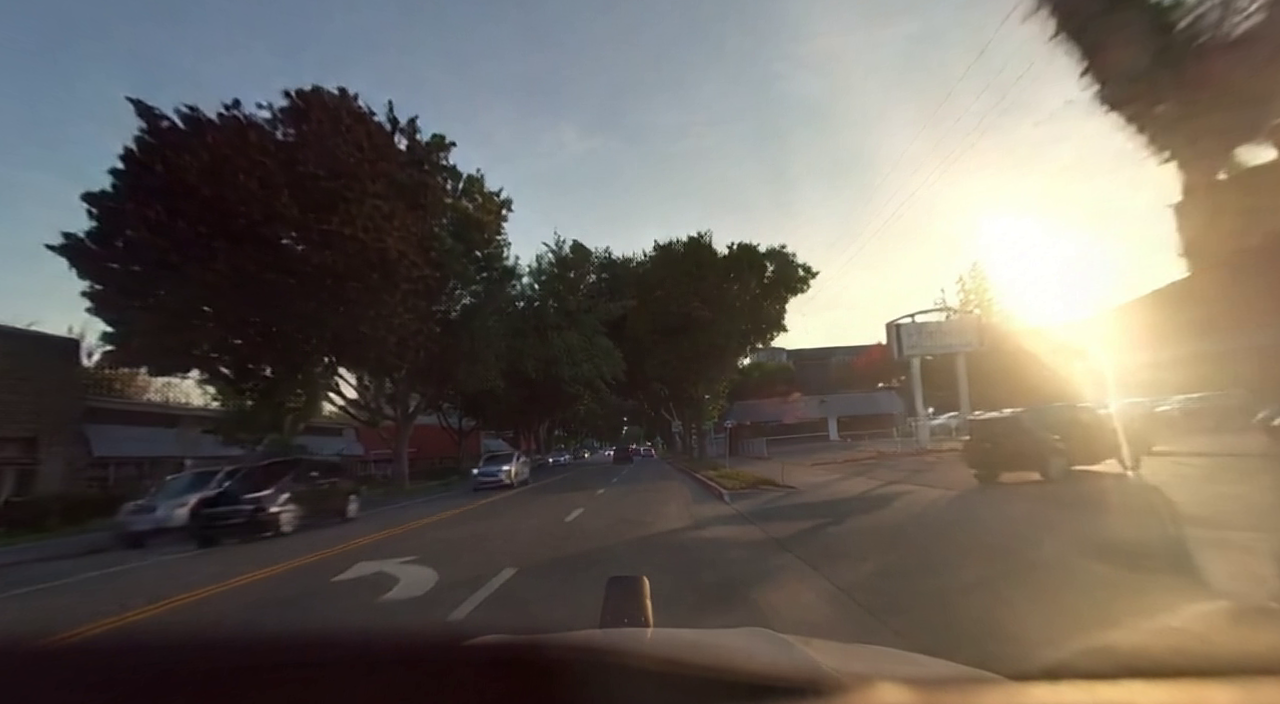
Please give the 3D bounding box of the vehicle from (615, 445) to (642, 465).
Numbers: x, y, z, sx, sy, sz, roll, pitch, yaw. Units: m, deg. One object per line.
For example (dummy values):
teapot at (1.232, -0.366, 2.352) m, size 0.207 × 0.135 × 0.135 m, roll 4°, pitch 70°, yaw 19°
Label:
vehicle at (-0.892, 7.913, 48.465) m, size 2.020 × 1.478 × 3.922 m, roll 0°, pitch -8°, yaw -2°

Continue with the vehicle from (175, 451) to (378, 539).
vehicle at (-8.160, 3.191, 14.793) m, size 2.038 × 1.670 × 4.468 m, roll 0°, pitch -8°, yaw 1°

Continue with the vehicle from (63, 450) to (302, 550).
vehicle at (-11.034, 3.521, 15.917) m, size 2.102 × 2.004 × 5.285 m, roll 0°, pitch -8°, yaw -1°

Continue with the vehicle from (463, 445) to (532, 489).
vehicle at (-6.099, 4.947, 27.534) m, size 2.030 × 1.701 × 4.559 m, roll 0°, pitch -8°, yaw -1°
